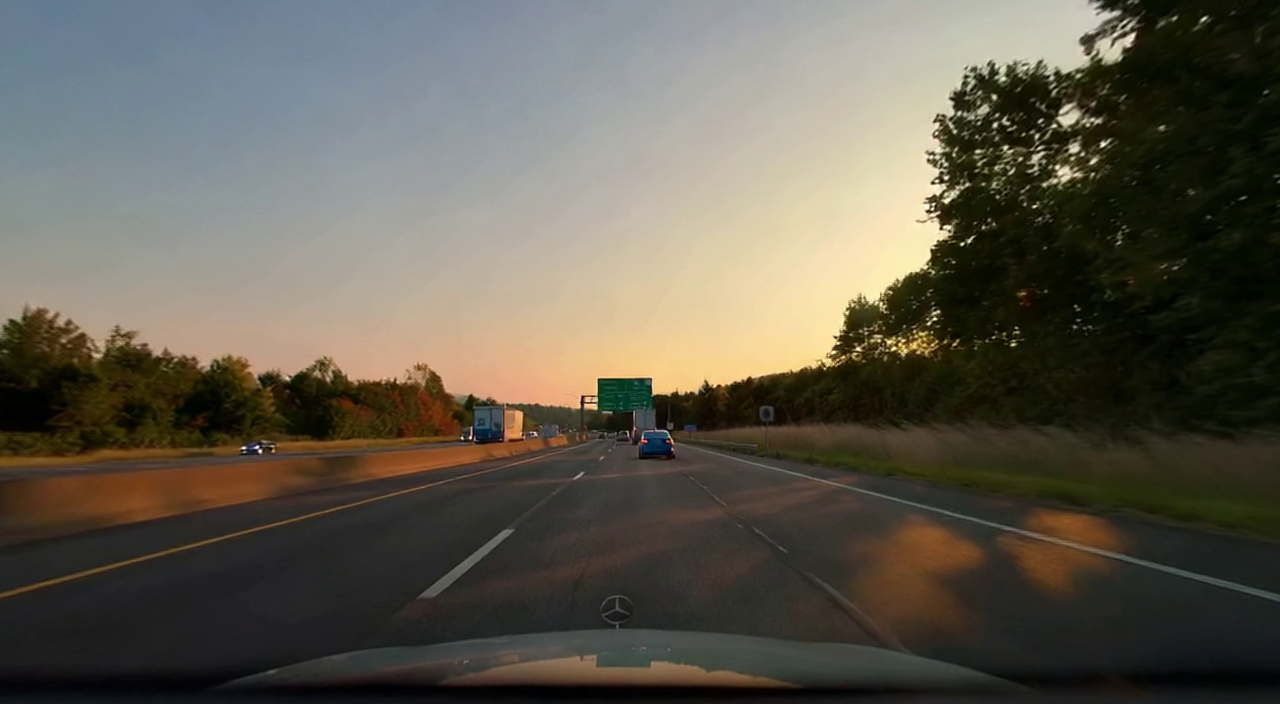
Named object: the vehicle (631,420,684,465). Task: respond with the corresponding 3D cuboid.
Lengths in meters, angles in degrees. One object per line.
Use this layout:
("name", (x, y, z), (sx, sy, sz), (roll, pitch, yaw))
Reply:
("vehicle", (0.705, 4.129, 28.915), (2.076, 1.914, 4.287), (0, -8, -3))
